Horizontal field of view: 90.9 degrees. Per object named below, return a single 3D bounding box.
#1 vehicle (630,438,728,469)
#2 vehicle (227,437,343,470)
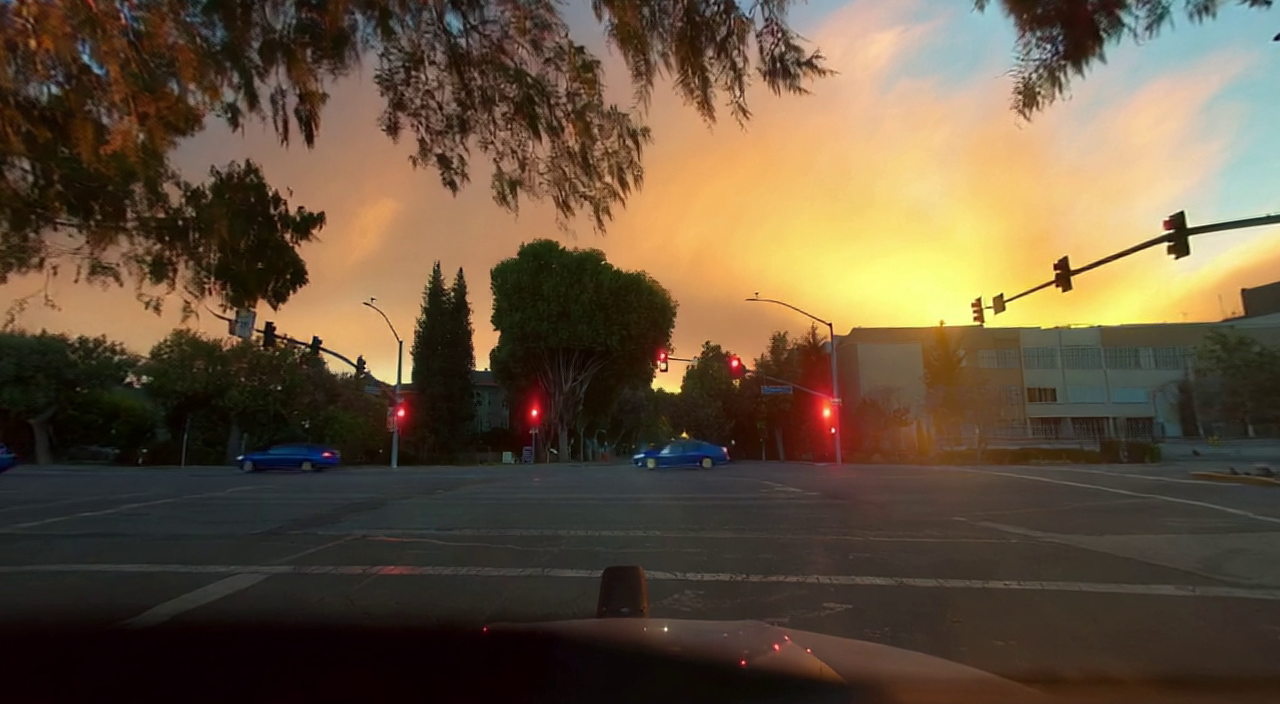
[{"bbox_3d":[1.888,5.017,31.147,4.681,1.465,1.820,0,-9,2],"label":"vehicle"},{"bbox_3d":[-17.790,5.084,31.731,4.735,1.588,1.877,0,-9,2],"label":"vehicle"}]
